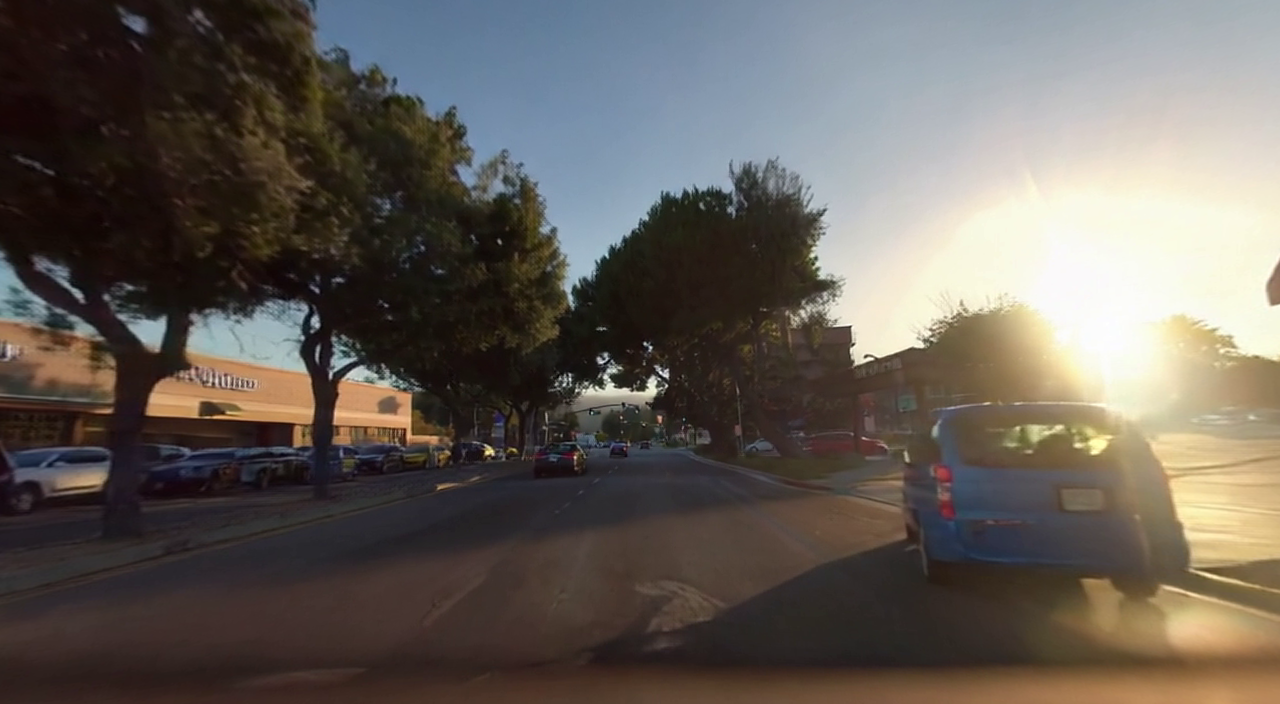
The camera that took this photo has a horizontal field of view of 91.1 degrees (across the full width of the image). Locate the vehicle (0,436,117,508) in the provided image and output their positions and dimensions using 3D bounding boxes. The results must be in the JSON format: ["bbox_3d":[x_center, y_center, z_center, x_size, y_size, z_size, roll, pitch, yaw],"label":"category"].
[{"bbox_3d":[-15.740,2.893,15.336,2.058,1.618,4.956,1,-8,-7],"label":"vehicle"}]

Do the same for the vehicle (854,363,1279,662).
[{"bbox_3d":[3.523,1.308,6.215,2.293,1.779,4.457,-2,-9,15],"label":"vehicle"}]

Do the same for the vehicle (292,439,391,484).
[{"bbox_3d":[-11.789,4.320,25.114,1.852,1.621,4.166,0,-8,1],"label":"vehicle"}]

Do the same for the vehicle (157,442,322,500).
[{"bbox_3d":[-11.659,3.446,18.716,1.959,1.488,4.390,0,-8,1],"label":"vehicle"}]

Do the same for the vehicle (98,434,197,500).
[{"bbox_3d":[-16.202,3.720,20.549,2.075,1.811,4.847,5,-11,-42],"label":"vehicle"}]

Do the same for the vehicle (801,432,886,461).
[{"bbox_3d":[11.201,5.234,34.737,3.935,1.518,1.985,0,-8,-2],"label":"vehicle"}]

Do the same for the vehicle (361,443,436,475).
[{"bbox_3d":[-11.931,5.305,31.363,1.948,1.453,4.431,0,-8,0],"label":"vehicle"}]

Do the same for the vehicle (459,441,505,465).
[{"bbox_3d":[-11.625,7.476,46.552,2.024,1.656,4.837,-1,-8,2],"label":"vehicle"}]

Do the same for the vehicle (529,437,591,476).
[{"bbox_3d":[-3.278,4.405,26.645,1.966,1.481,4.385,0,-8,1],"label":"vehicle"}]
